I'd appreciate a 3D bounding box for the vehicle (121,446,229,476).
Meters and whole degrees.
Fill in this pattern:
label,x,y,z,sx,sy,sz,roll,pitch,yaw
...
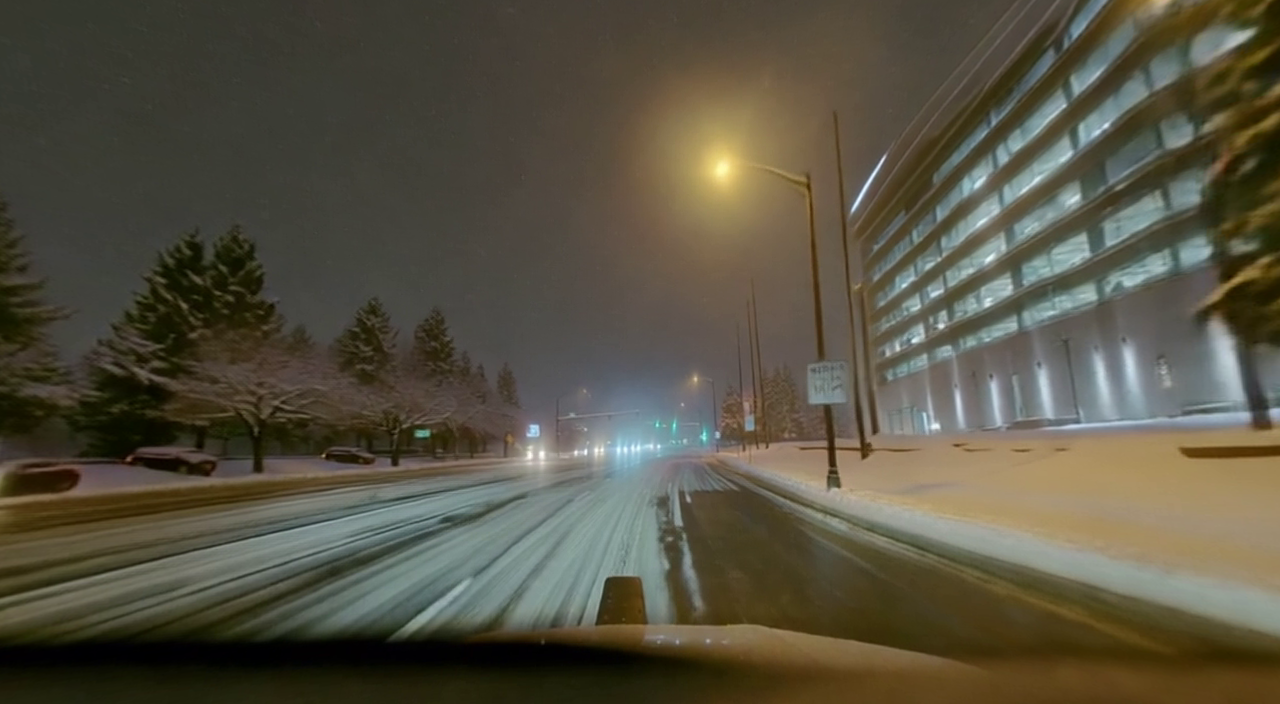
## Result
label,x,y,z,sx,sy,sz,roll,pitch,yaw
vehicle,-27.153,6.357,36.785,4.816,1.655,1.928,-1,-9,3
